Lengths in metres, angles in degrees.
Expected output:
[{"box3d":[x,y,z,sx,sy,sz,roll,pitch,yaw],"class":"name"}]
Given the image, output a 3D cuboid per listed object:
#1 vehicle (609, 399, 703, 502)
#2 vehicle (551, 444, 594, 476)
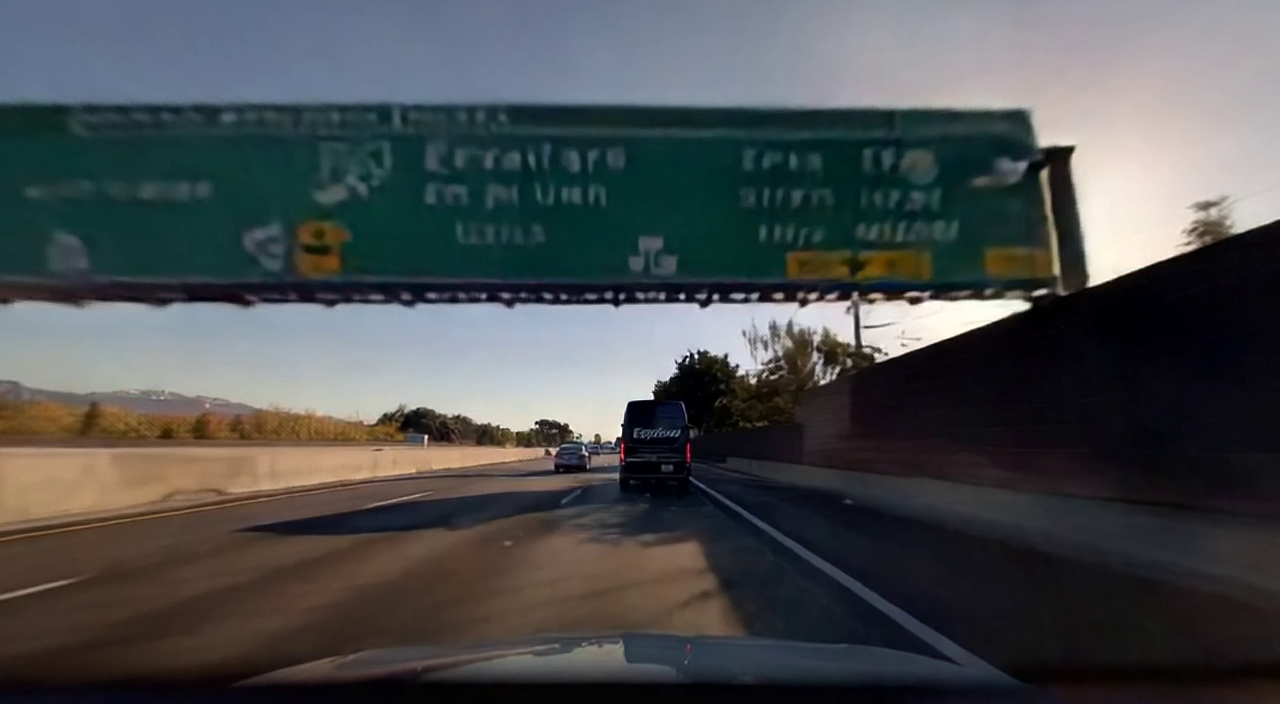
[{"box3d":[0.321,2.861,18.508,2.332,2.558,5.314,0,-9,-2],"class":"vehicle"},{"box3d":[-3.330,5.406,31.766,1.788,1.500,3.475,0,-9,0],"class":"vehicle"}]
